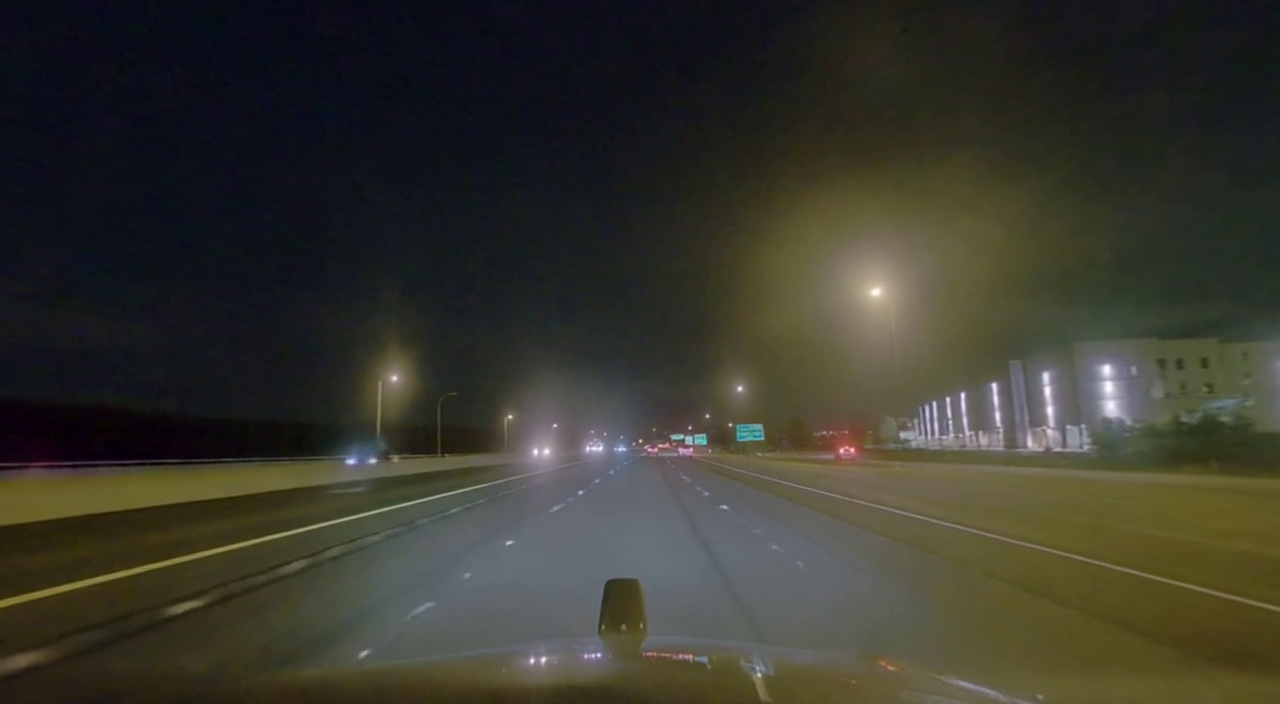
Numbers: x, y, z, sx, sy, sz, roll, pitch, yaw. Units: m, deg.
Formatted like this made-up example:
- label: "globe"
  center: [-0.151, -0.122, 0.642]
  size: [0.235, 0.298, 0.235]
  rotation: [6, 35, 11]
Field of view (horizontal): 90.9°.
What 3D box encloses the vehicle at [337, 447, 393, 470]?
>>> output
- label: "vehicle"
  center: [-19.316, 7.506, 44.524]
  size: [1.827, 1.469, 4.489]
  rotation: [0, -8, 1]
